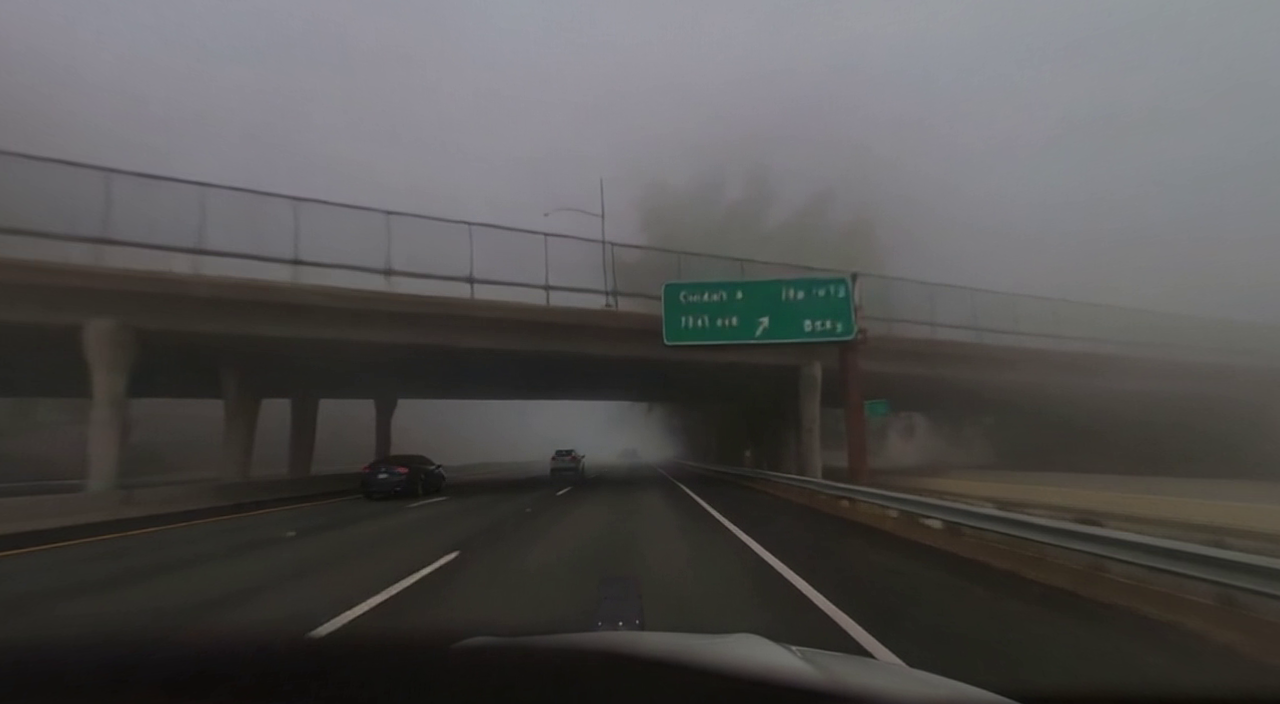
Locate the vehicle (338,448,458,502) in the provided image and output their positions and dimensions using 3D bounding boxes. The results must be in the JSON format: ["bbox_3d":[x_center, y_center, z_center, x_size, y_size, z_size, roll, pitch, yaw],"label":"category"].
[{"bbox_3d":[-7.653,3.907,20.481,2.002,1.507,4.631,0,-9,1],"label":"vehicle"}]

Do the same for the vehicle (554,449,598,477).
[{"bbox_3d":[-3.715,6.544,37.372,2.102,1.571,4.666,0,-9,1],"label":"vehicle"}]
